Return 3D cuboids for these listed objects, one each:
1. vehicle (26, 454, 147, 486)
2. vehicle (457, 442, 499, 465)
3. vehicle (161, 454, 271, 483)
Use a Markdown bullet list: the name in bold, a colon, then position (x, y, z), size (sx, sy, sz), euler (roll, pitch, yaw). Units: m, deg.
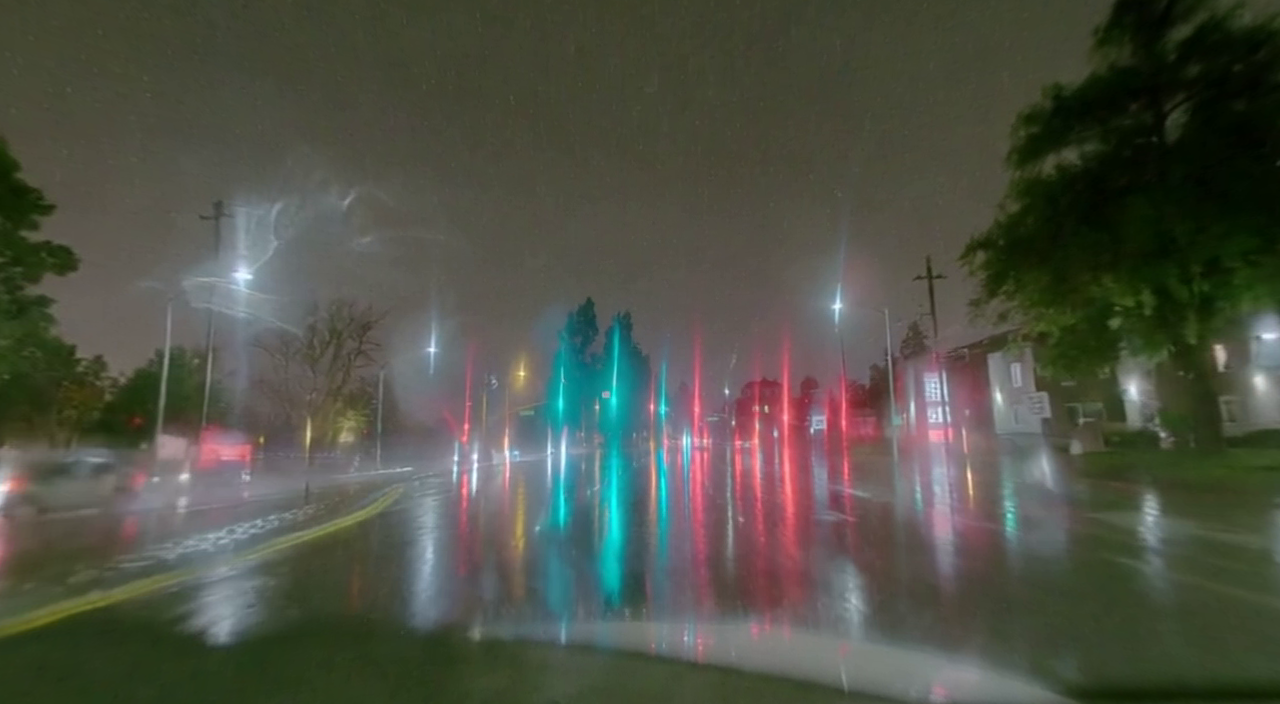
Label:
- **vehicle**: position (-30.133, 6.426, 34.431), size (4.585, 1.636, 2.000), euler (0, -9, -3)
- **vehicle**: position (-12.621, 7.892, 49.359), size (1.940, 1.690, 4.447), euler (-1, -8, 3)
- **vehicle**: position (-23.231, 6.398, 34.642), size (4.606, 1.458, 1.837), euler (0, -8, -5)
